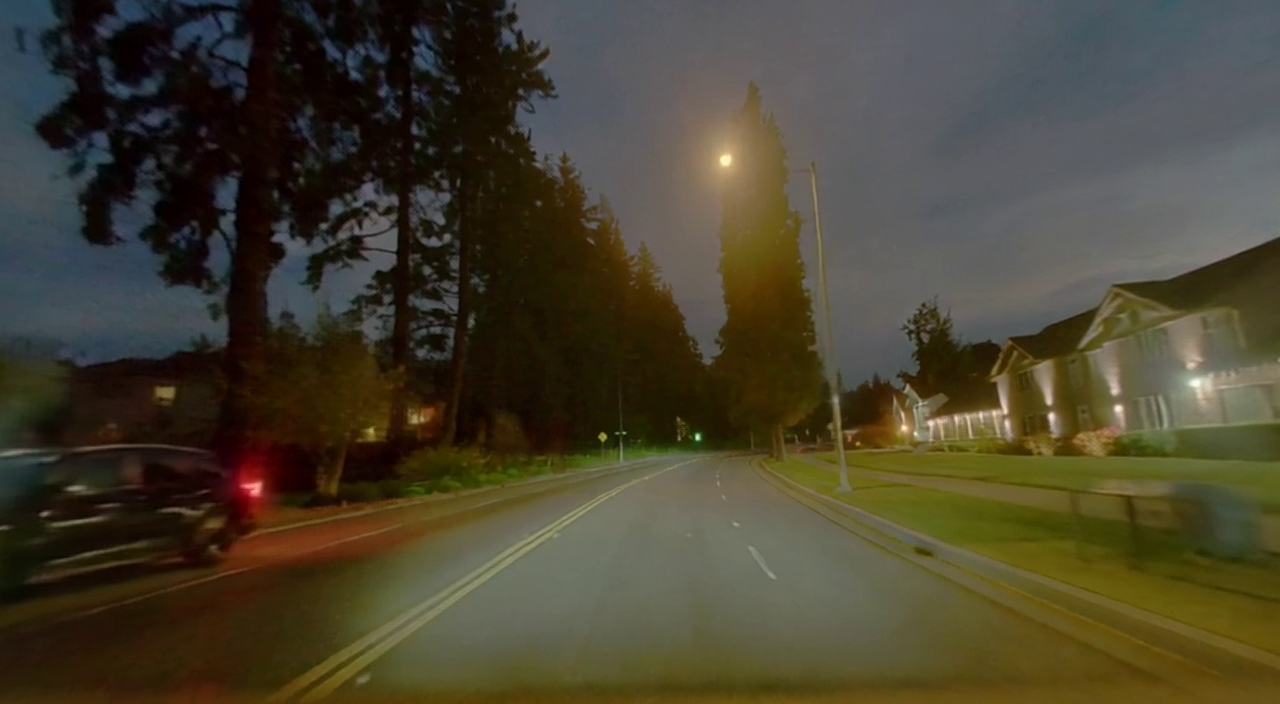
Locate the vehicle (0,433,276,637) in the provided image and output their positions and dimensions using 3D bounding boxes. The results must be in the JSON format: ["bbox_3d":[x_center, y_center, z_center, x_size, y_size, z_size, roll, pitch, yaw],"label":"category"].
[{"bbox_3d":[-6.112,1.655,6.219,2.002,1.601,5.012,-2,-7,1],"label":"vehicle"}]
